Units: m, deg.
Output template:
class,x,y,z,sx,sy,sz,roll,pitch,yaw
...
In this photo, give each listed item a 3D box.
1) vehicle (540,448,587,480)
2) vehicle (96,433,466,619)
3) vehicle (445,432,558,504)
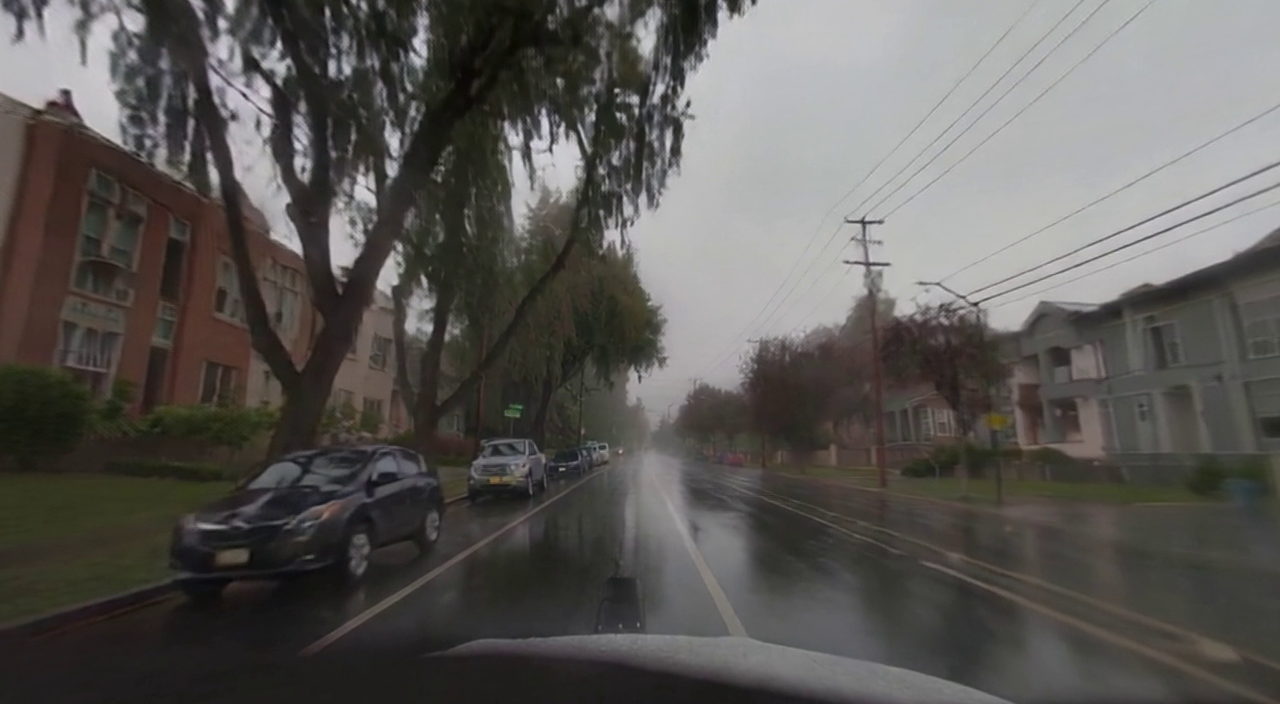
class,x,y,z,sx,sy,sz,roll,pitch,yaw
vehicle,-4.021,6.016,34.114,1.917,1.516,4.898,-2,-9,0
vehicle,-3.708,1.830,7.783,1.825,1.542,4.715,0,-8,-1
vehicle,-4.055,3.520,19.681,2.189,1.887,5.616,-1,-9,1
